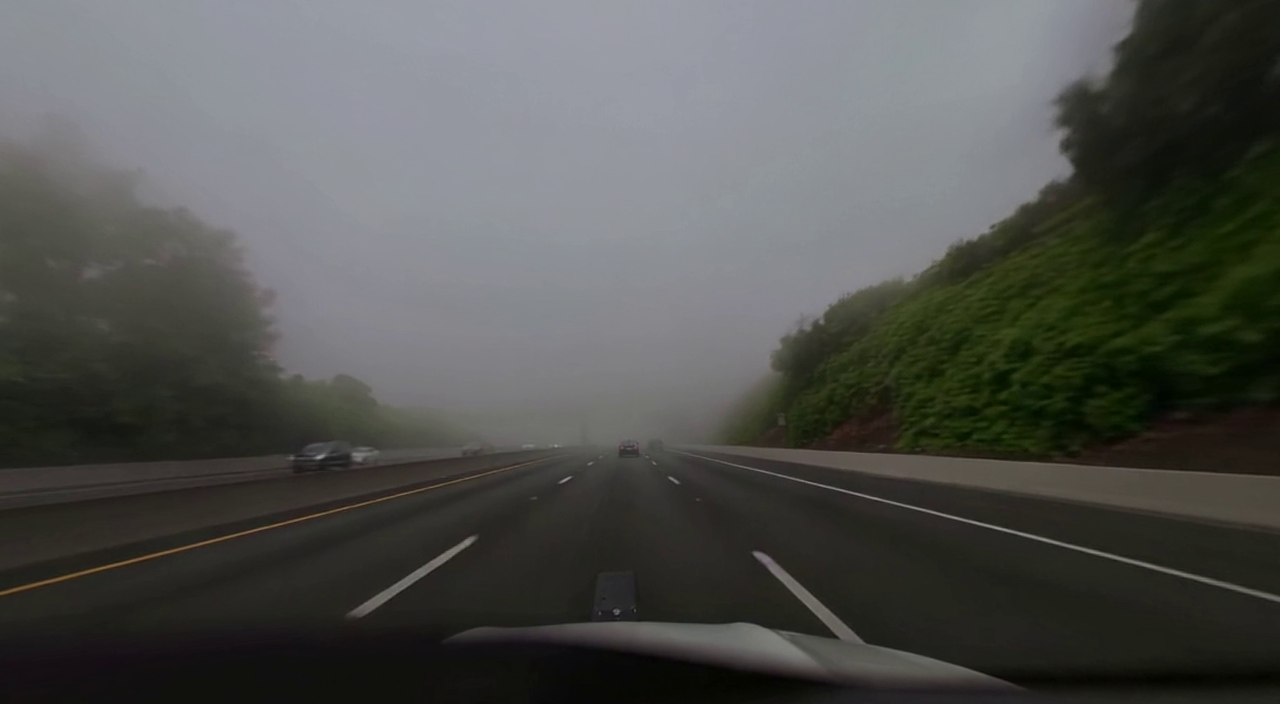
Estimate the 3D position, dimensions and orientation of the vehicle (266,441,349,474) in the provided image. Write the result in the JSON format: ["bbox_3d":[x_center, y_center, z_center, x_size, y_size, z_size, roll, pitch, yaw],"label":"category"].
[{"bbox_3d":[-16.702,5.290,31.963,1.847,1.481,4.445,0,-8,-1],"label":"vehicle"}]
